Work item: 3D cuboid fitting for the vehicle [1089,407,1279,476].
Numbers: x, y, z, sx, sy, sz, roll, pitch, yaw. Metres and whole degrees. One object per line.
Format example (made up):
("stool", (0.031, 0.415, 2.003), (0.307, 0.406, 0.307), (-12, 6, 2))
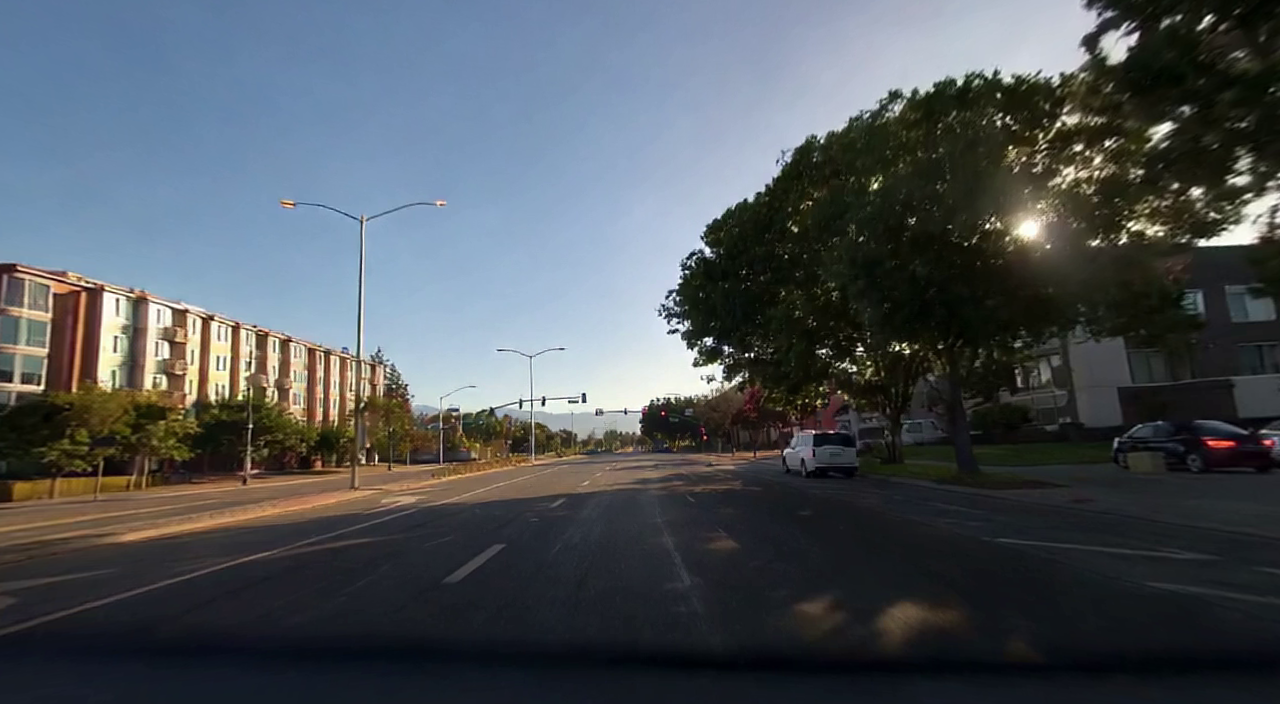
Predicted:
("vehicle", (17.275, 2.840, 19.953), (2.295, 1.874, 5.096), (0, -9, -2))

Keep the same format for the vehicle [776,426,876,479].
("vehicle", (7.374, 4.075, 25.811), (2.234, 1.880, 5.812), (0, -9, -1))
